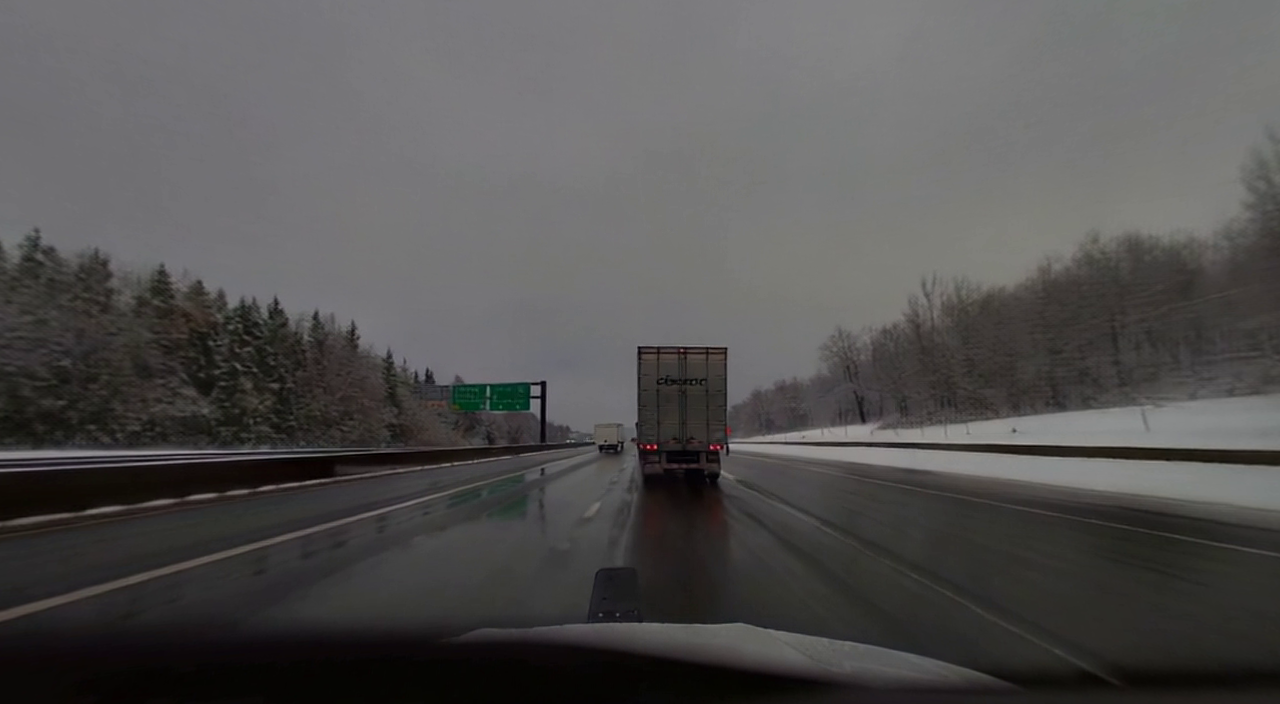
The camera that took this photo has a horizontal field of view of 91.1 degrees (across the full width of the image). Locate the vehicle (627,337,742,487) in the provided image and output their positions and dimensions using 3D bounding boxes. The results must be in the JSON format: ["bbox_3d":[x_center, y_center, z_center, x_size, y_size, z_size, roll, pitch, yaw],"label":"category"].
[{"bbox_3d":[1.170,2.173,21.161,2.920,3.860,10.035,0,-8,1],"label":"vehicle"}]

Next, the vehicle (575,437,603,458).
[{"bbox_3d":[-3.909,7.323,48.568,2.075,1.509,3.835,0,-8,-3],"label":"vehicle"}]
